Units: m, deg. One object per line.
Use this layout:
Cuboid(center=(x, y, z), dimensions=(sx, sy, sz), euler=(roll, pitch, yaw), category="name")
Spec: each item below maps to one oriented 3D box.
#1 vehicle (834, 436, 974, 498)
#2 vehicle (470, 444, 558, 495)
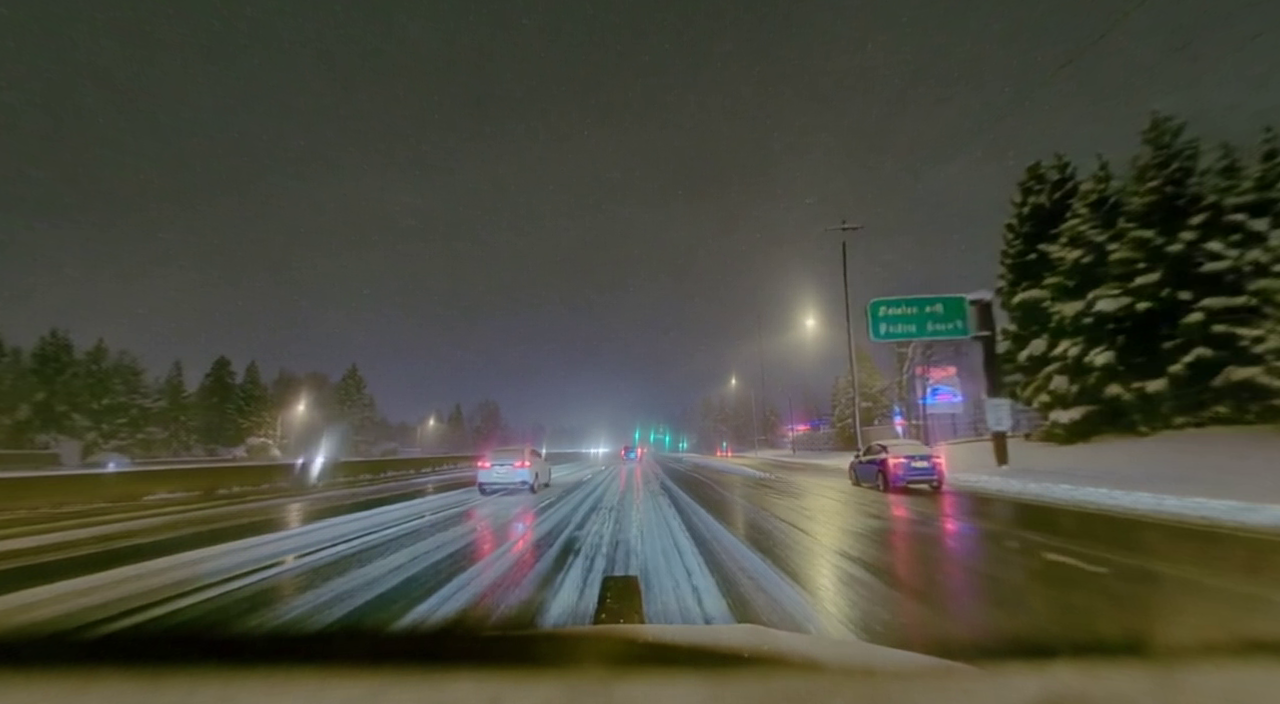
Cuboid(center=(7.640, 3.391, 18.987), dimensions=(2.035, 1.566, 5.409), euler=(0, -9, 2), category="vehicle")
Cuboid(center=(-4.227, 4.023, 21.895), dimensions=(2.071, 1.553, 4.388), euler=(0, -9, 1), category="vehicle")
